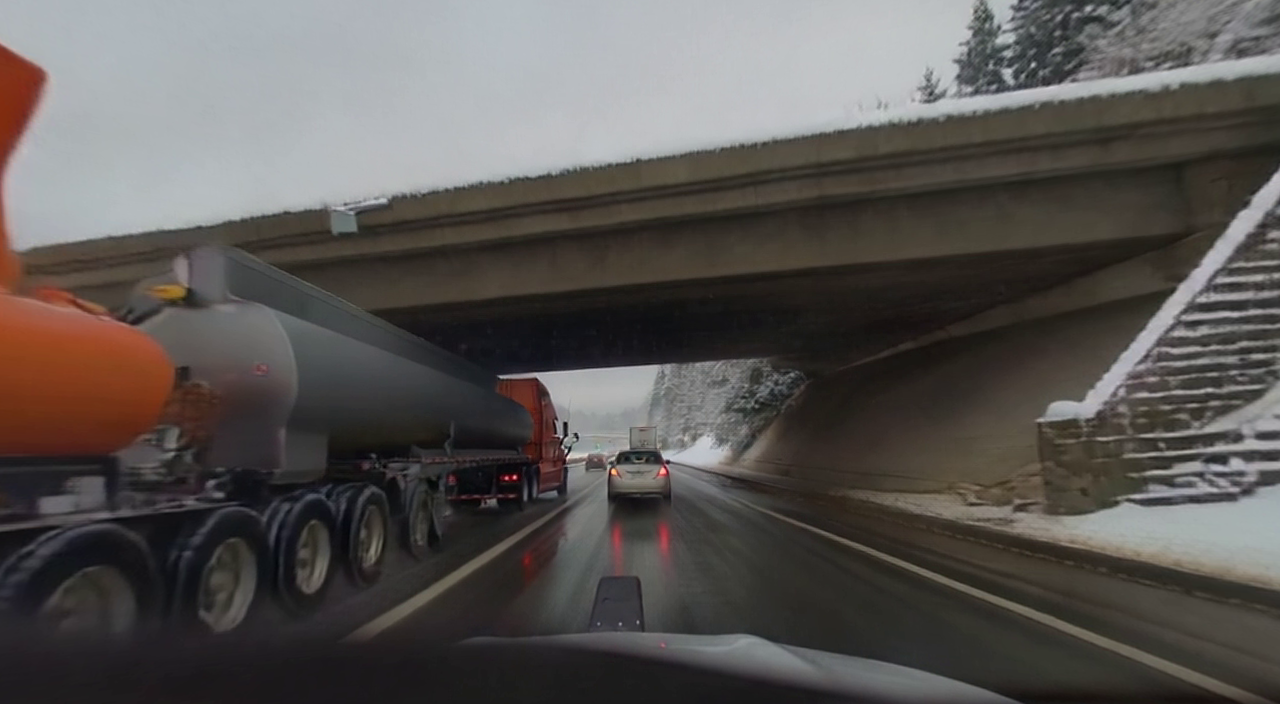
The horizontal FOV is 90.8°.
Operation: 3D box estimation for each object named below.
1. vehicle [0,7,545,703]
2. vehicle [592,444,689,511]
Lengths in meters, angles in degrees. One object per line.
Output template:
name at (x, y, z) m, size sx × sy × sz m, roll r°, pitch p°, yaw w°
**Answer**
vehicle at (-4.044, 1.237, 9.945) m, size 2.896 × 3.563 × 14.643 m, roll 0°, pitch -9°, yaw 0°
vehicle at (0.008, 3.193, 16.585) m, size 2.215 × 1.481 × 4.246 m, roll 0°, pitch -9°, yaw 0°
